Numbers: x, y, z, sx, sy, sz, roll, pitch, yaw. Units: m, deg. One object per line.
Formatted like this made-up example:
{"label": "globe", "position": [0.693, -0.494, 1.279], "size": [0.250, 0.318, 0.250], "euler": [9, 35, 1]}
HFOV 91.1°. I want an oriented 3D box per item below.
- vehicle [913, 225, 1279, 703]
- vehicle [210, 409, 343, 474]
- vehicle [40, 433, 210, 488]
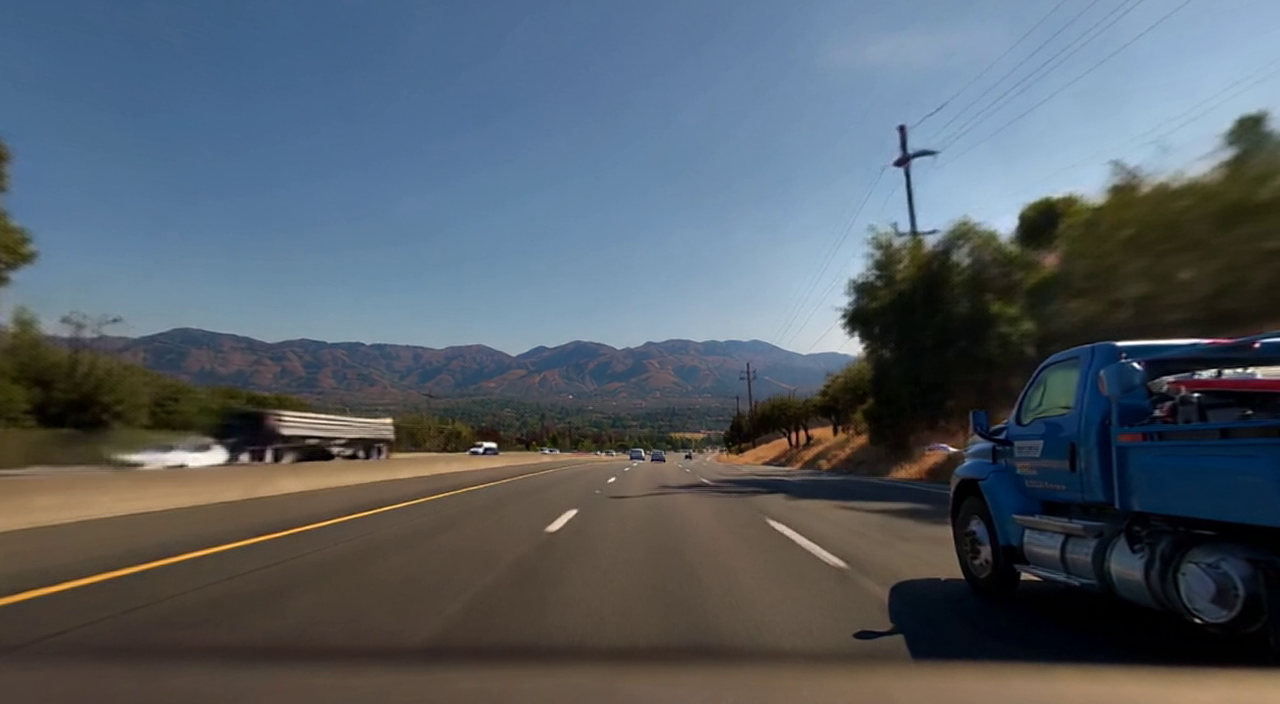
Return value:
{"label": "vehicle", "position": [3.729, 0.609, 2.200], "size": [2.538, 2.228, 6.370], "euler": [0, -9, -1]}
{"label": "vehicle", "position": [-21.345, 5.383, 37.595], "size": [2.966, 3.493, 7.870], "euler": [0, -9, 1]}
{"label": "vehicle", "position": [-17.974, 3.813, 22.298], "size": [1.965, 1.724, 4.640], "euler": [0, -9, 2]}
